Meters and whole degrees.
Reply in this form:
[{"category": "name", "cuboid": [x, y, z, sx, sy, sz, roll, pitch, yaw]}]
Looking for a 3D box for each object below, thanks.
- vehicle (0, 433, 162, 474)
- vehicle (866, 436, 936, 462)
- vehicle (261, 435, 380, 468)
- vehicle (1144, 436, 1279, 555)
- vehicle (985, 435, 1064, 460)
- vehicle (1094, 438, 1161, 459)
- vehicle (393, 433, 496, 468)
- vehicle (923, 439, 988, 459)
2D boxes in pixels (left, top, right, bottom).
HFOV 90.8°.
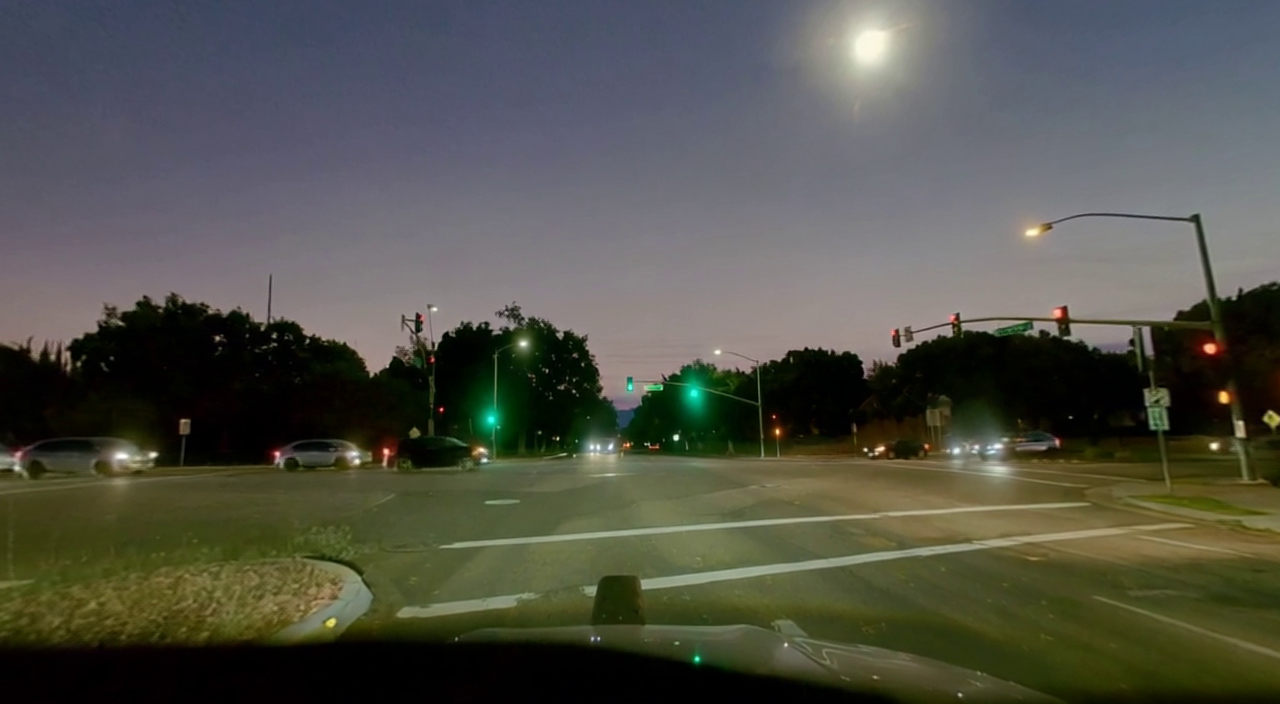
[{"category": "vehicle", "cuboid": [-21.824, 3.912, 24.444, 4.849, 1.476, 1.935, 3, -9, -18]}, {"category": "vehicle", "cuboid": [15.675, 5.823, 37.839, 4.516, 1.468, 1.962, 7, -11, -40]}, {"category": "vehicle", "cuboid": [-15.361, 4.775, 30.476, 4.912, 1.485, 1.922, 5, -10, -29]}, {"category": "vehicle", "cuboid": [9.228, 1.874, 7.887, 1.993, 1.505, 4.721, 4, -9, 0]}, {"category": "vehicle", "cuboid": [26.169, 6.504, 43.019, 4.481, 1.561, 2.001, 3, -9, -16]}, {"category": "vehicle", "cuboid": [35.919, 7.090, 46.563, 4.533, 1.471, 1.772, 4, -9, -22]}, {"category": "vehicle", "cuboid": [-9.347, 4.721, 30.356, 4.331, 1.544, 1.896, 5, -10, -32]}, {"category": "vehicle", "cuboid": [24.070, 7.392, 48.203, 4.352, 1.456, 1.794, 3, -9, -19]}]
